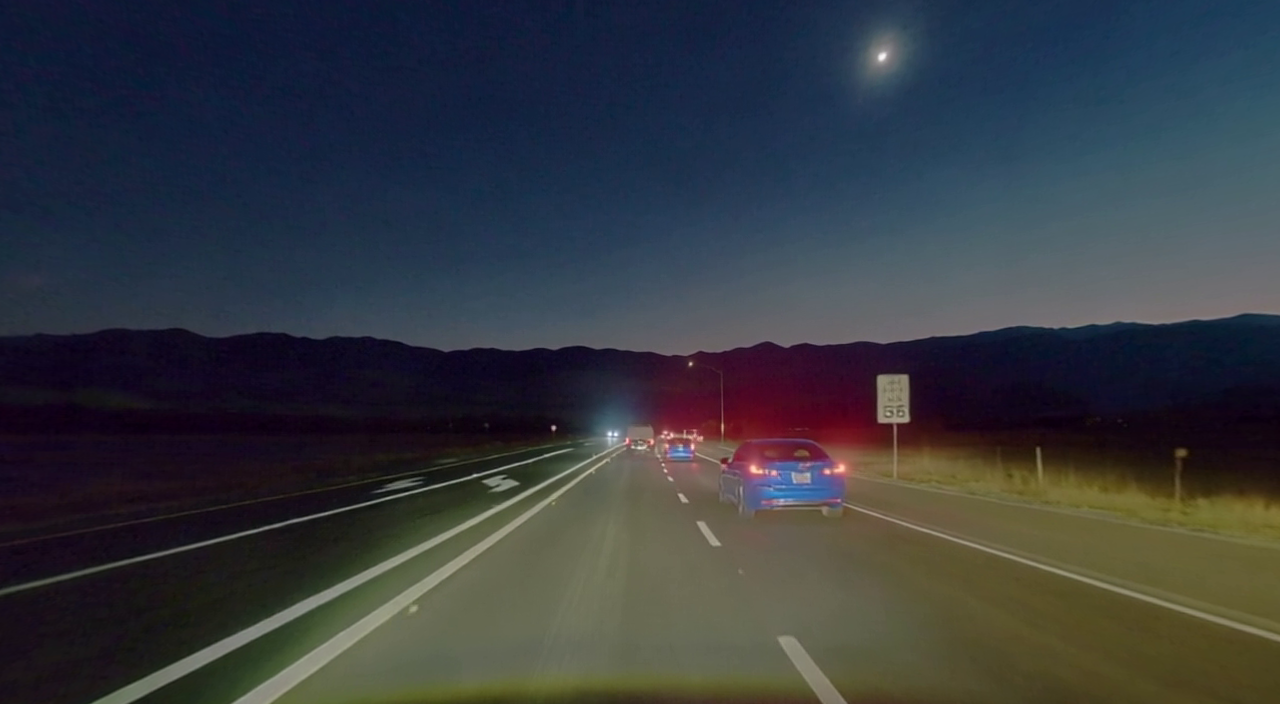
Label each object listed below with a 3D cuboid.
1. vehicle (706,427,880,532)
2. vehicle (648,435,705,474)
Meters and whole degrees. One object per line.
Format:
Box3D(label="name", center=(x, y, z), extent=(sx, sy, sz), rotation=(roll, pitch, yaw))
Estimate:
Box3D(label="vehicle", center=(2.474, 2.178, 11.349), extent=(2.007, 1.534, 3.976), rotation=(0, -8, -2))
Box3D(label="vehicle", center=(1.444, 4.313, 26.760), extent=(2.026, 1.531, 4.273), rotation=(0, -8, -2))
